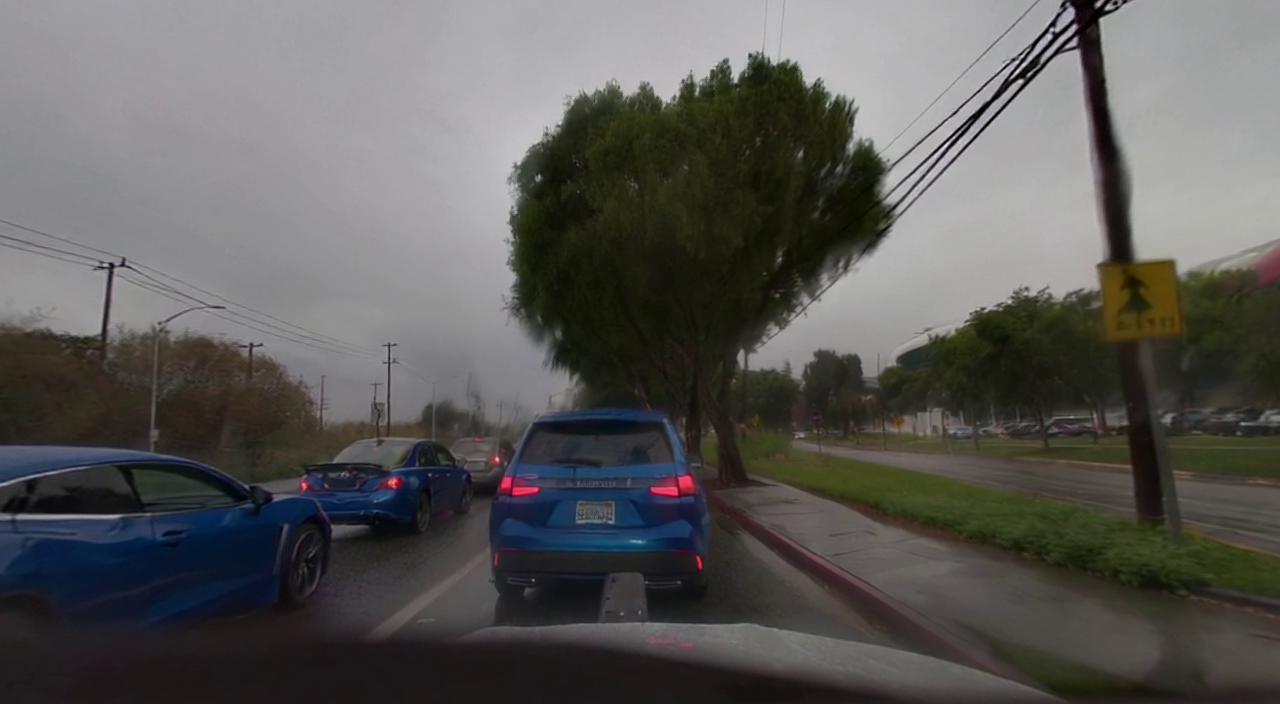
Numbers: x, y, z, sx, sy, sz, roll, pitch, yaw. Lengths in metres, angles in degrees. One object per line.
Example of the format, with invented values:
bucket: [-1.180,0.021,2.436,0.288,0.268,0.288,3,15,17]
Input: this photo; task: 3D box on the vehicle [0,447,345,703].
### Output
vehicle: [-3.751,1.223,3.699,1.865,1.314,4.461,0,-8,1]

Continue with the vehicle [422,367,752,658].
vehicle: [-0.281,1.264,5.893,2.012,1.769,3.897,0,-8,1]
